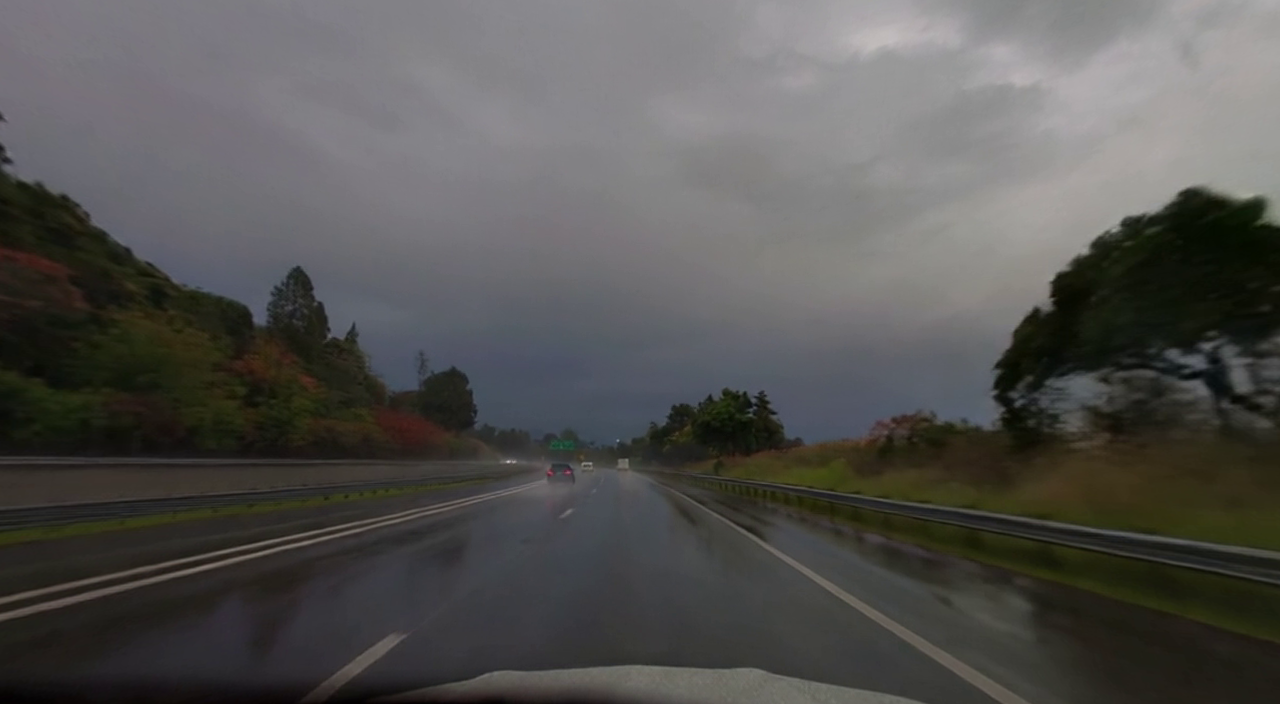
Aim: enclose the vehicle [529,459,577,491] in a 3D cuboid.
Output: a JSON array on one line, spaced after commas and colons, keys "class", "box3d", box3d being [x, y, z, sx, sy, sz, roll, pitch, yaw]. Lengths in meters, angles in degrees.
[{"class": "vehicle", "box3d": [-4.628, 6.669, 34.342, 2.115, 1.546, 4.638, 1, -10, -2]}]
